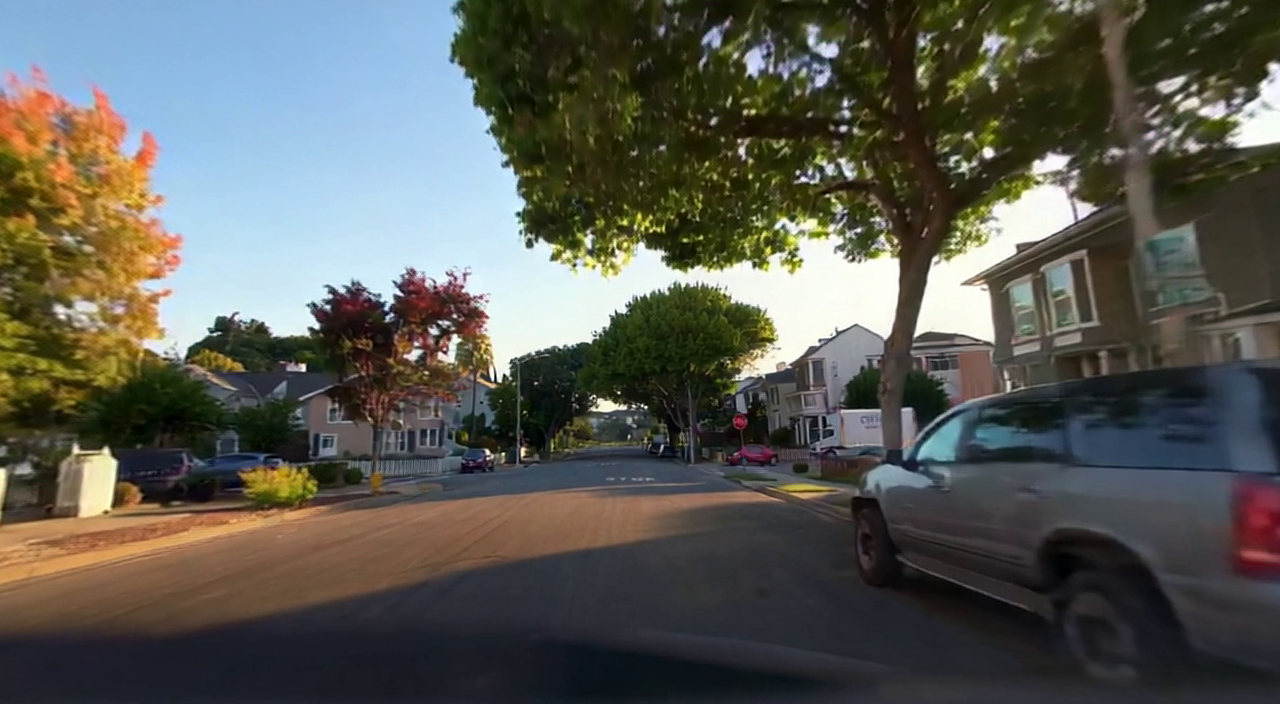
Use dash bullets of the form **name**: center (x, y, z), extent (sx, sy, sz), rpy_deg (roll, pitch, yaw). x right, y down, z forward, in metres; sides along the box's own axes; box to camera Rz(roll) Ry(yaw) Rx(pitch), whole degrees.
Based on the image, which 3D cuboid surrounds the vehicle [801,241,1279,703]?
- **vehicle**: center (2.707, 0.945, 3.888), extent (2.126, 1.795, 4.751), rpy_deg (0, -8, -1)

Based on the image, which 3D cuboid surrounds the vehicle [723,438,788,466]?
- **vehicle**: center (7.573, 6.583, 41.650), extent (3.867, 1.710, 2.107), rpy_deg (0, -8, 0)
